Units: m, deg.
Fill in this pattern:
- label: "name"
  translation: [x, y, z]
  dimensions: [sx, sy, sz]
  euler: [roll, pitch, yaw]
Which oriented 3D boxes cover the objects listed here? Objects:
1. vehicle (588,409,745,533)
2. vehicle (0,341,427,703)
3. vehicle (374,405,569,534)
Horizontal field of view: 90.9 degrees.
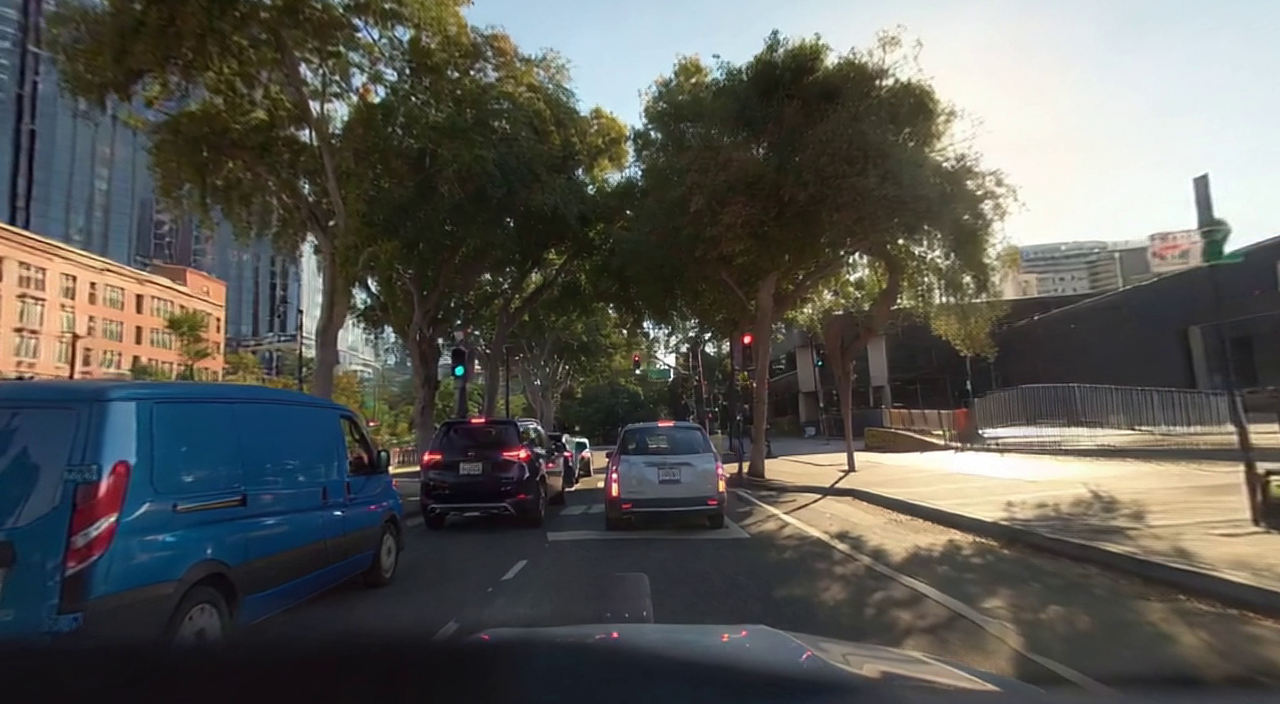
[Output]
- label: "vehicle"
  translation: [0.389, 1.960, 10.883]
  dimensions: [2.205, 1.727, 3.917]
  euler: [0, -8, 1]
- label: "vehicle"
  translation: [-3.159, 1.088, 4.484]
  dimensions: [1.940, 1.722, 3.823]
  euler: [0, -8, 0]
- label: "vehicle"
  translation: [-2.633, 1.997, 11.224]
  dimensions: [2.124, 1.799, 4.587]
  euler: [0, -8, 1]
